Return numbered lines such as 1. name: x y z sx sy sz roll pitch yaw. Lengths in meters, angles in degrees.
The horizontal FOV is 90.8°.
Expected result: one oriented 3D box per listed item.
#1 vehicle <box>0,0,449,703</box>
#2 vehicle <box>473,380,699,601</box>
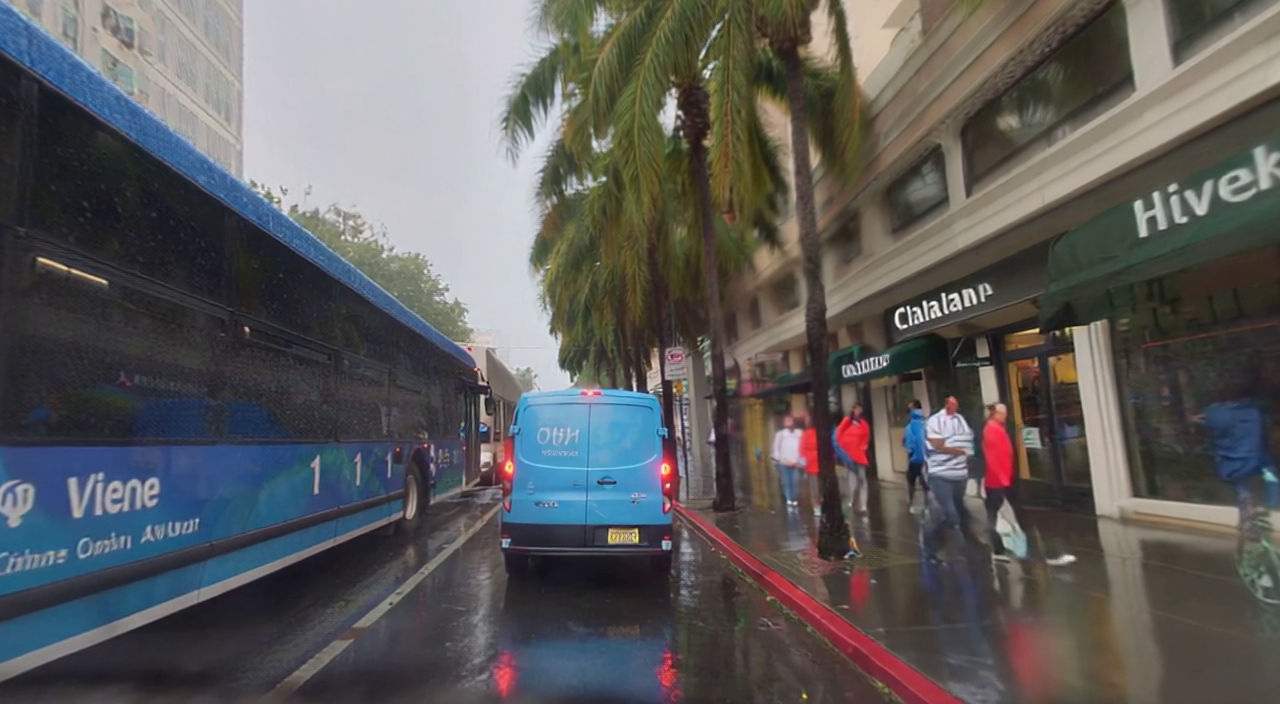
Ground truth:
1. vehicle: -3.810 0.204 3.292 2.863 3.233 11.573 1 -8 -4
2. vehicle: -0.796 1.525 7.791 2.002 1.907 4.211 1 -9 -9
